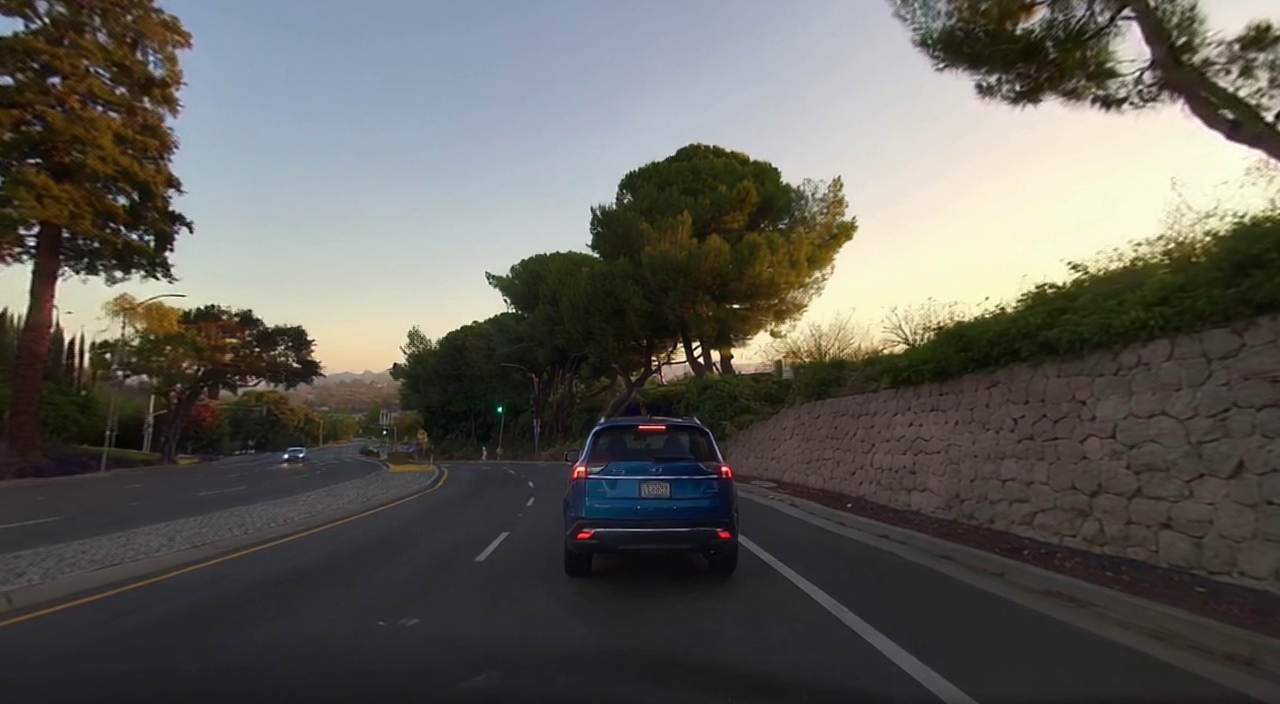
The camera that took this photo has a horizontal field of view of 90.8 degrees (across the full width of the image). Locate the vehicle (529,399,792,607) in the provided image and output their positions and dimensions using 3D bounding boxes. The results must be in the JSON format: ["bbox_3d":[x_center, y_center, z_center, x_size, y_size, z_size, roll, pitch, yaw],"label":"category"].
[{"bbox_3d":[-0.002,1.610,7.683,2.287,1.762,4.269,1,-8,-5],"label":"vehicle"}]

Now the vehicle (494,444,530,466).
[{"bbox_3d":[-9.505,7.549,46.556,1.837,1.483,4.559,3,-9,-21],"label":"vehicle"}]

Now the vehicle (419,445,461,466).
[{"bbox_3d":[-15.338,7.879,48.228,2.023,1.474,4.286,5,-10,-31],"label":"vehicle"}]
